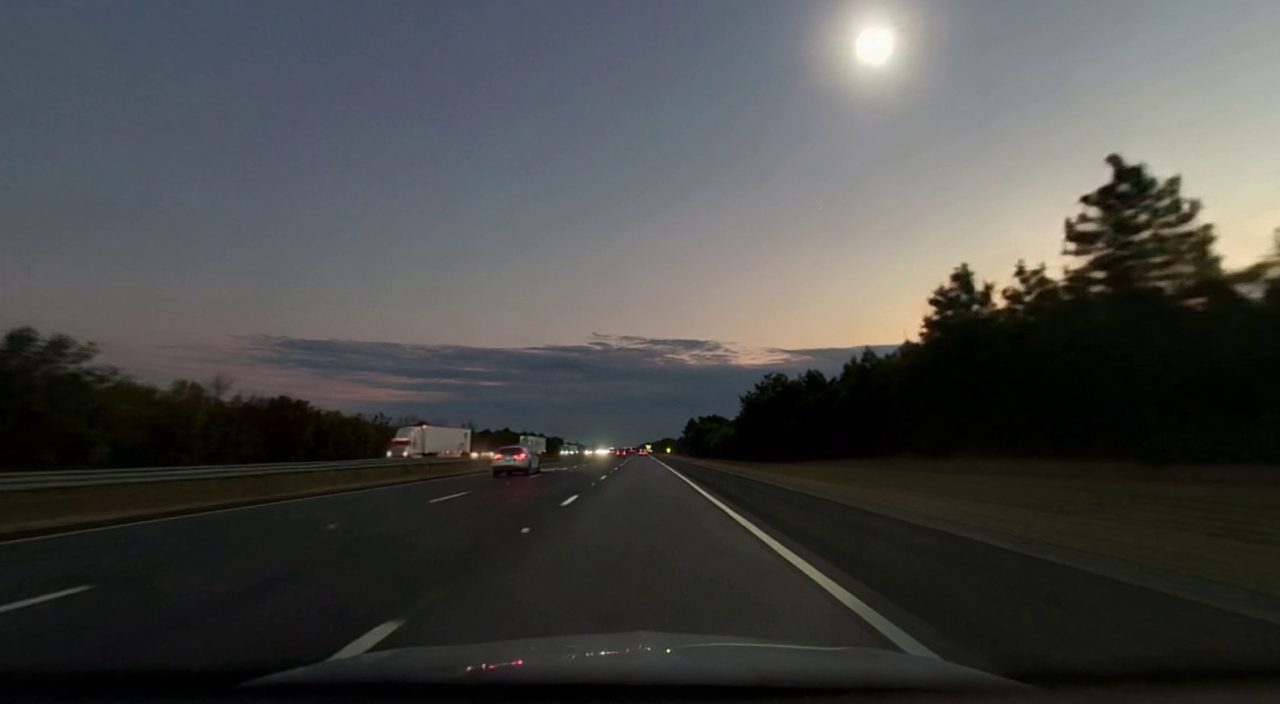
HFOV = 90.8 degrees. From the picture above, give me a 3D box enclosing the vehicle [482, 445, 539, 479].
[{"bbox_3d":[-6.851,5.832,33.763,2.115,1.664,4.259,0,-9,0],"label":"vehicle"}]
